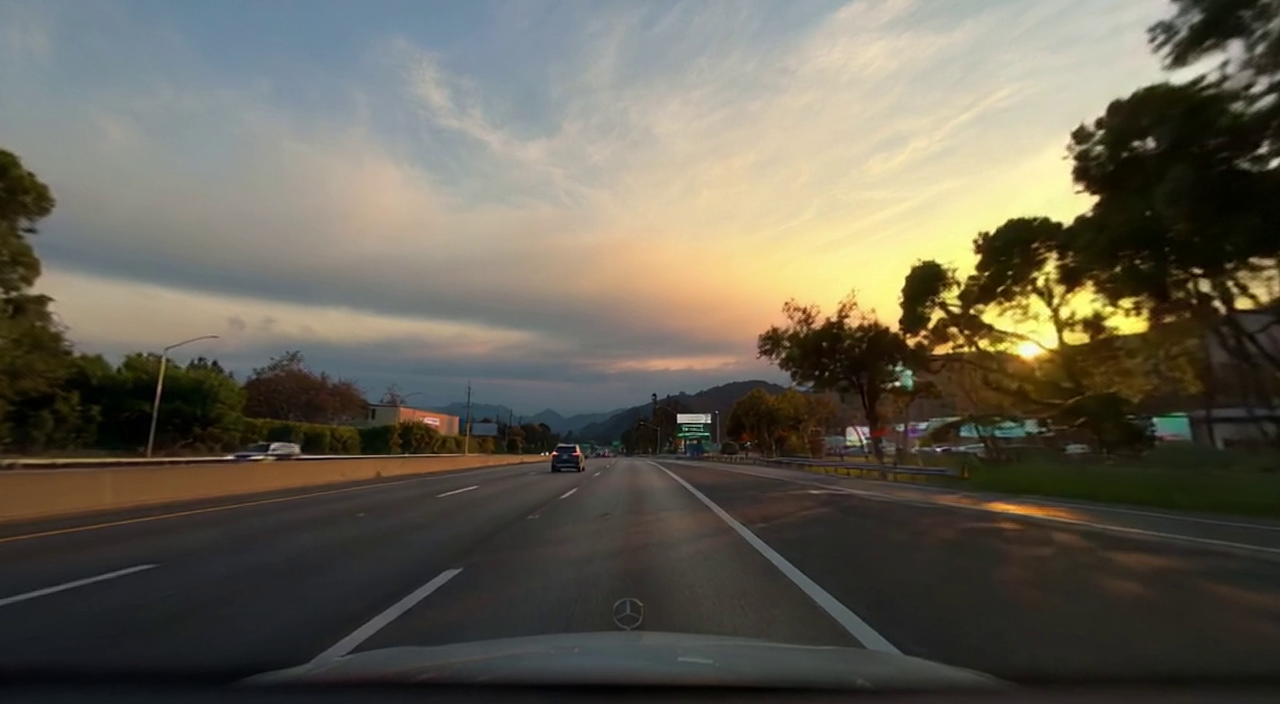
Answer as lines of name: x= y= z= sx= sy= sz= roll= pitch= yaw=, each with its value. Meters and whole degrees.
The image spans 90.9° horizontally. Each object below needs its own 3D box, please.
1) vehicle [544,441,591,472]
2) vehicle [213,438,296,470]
vehicle: x=-4.392 y=6.403 z=38.958 sx=2.236 sy=1.736 sz=5.585 roll=0 pitch=-8 yaw=0
vehicle: x=-25.487 y=6.754 z=41.986 sx=2.183 sy=1.917 sz=5.287 roll=0 pitch=-8 yaw=-1
